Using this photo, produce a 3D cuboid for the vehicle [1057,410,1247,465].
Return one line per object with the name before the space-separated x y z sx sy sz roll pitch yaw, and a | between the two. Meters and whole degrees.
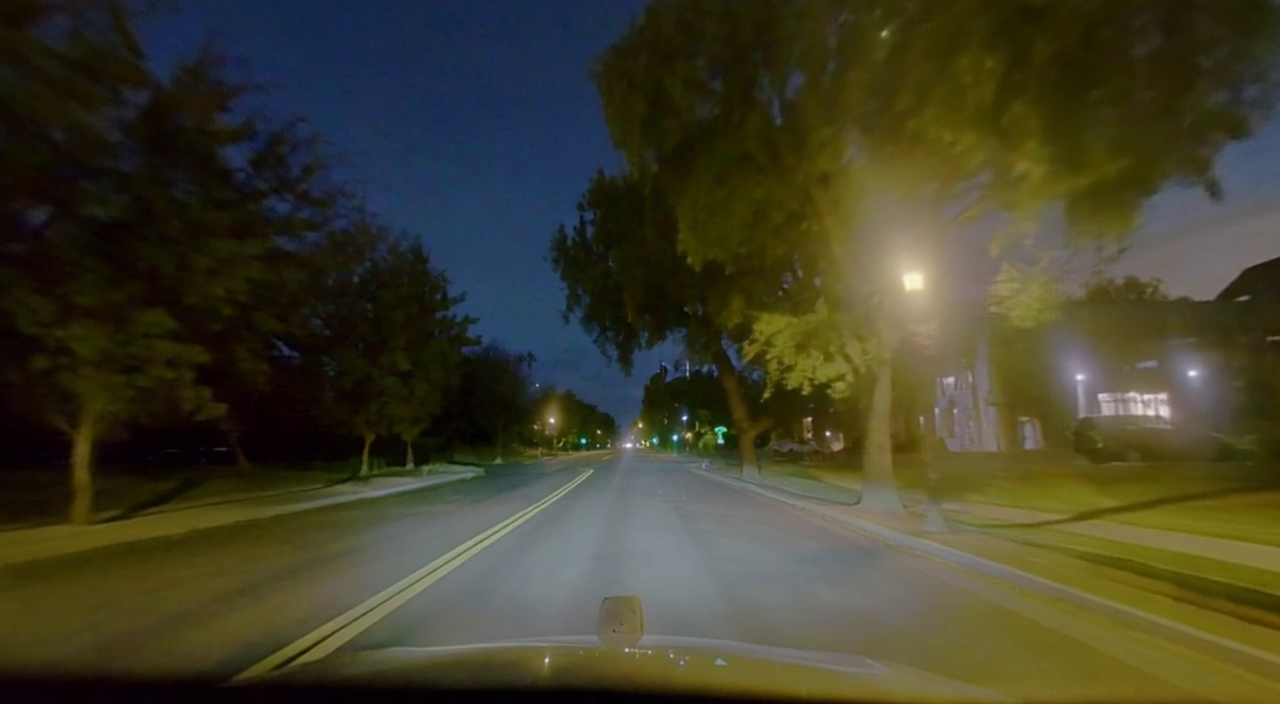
vehicle | 17.136 2.898 21.258 4.562 1.736 2.092 0 -8 -1
